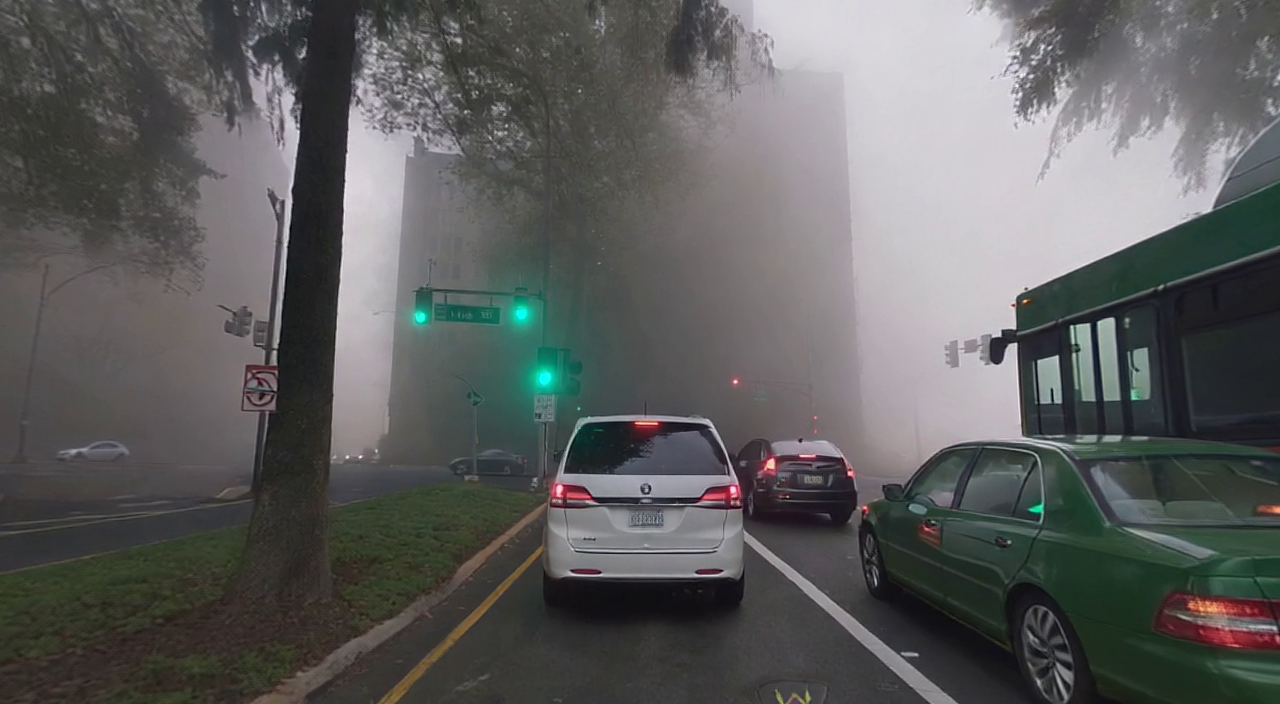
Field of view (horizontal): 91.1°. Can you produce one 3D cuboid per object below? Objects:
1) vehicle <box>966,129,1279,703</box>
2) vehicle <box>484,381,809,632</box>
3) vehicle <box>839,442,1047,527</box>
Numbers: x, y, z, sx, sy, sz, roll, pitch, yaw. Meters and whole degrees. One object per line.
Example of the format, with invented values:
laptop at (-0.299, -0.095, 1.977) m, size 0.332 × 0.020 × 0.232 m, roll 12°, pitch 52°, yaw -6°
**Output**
vehicle at (2.617, 0.318, 0.427) m, size 2.037 × 2.065 × 5.037 m, roll 0°, pitch -8°, yaw 0°
vehicle at (0.021, 1.475, 7.009) m, size 2.381 × 1.842 × 4.603 m, roll 0°, pitch -8°, yaw -1°
vehicle at (5.992, 2.638, 13.223) m, size 1.987 × 1.457 × 4.675 m, roll 0°, pitch -8°, yaw -1°
